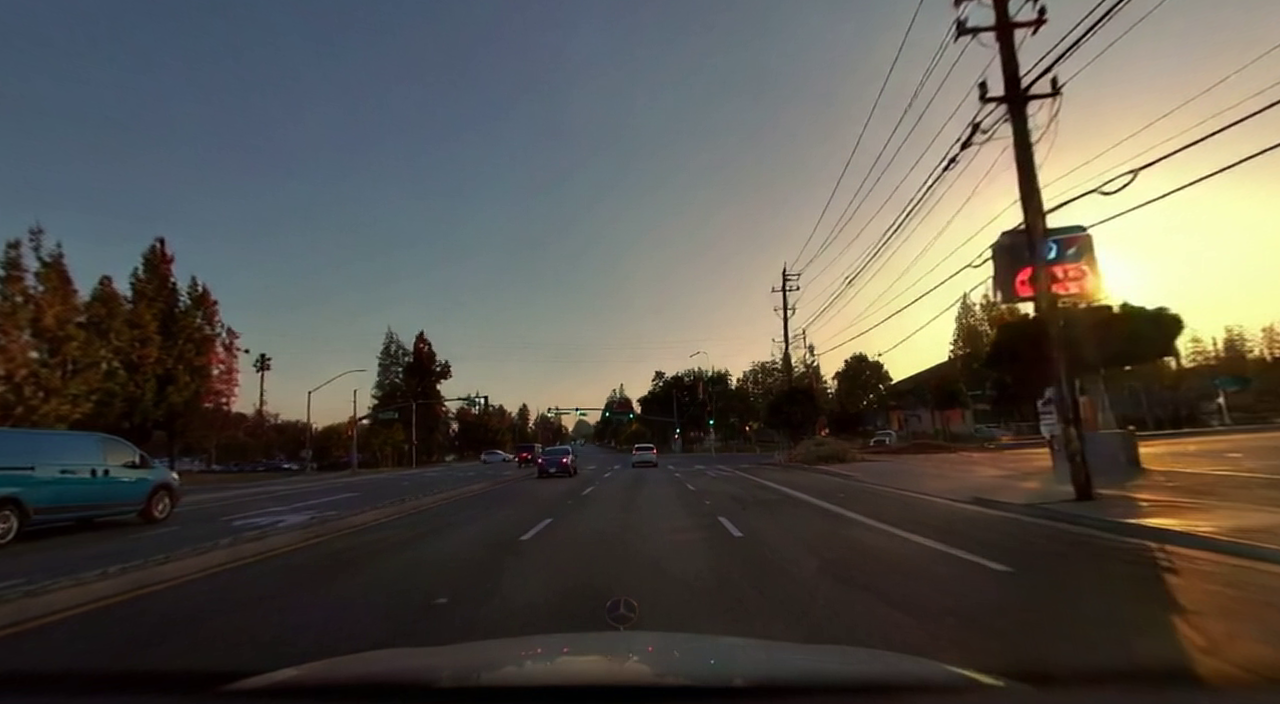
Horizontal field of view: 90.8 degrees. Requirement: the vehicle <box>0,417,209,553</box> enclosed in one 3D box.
[{"bbox_3d":[-9.850,2.070,10.240,2.149,1.848,4.961,0,-9,1],"label":"vehicle"}]
